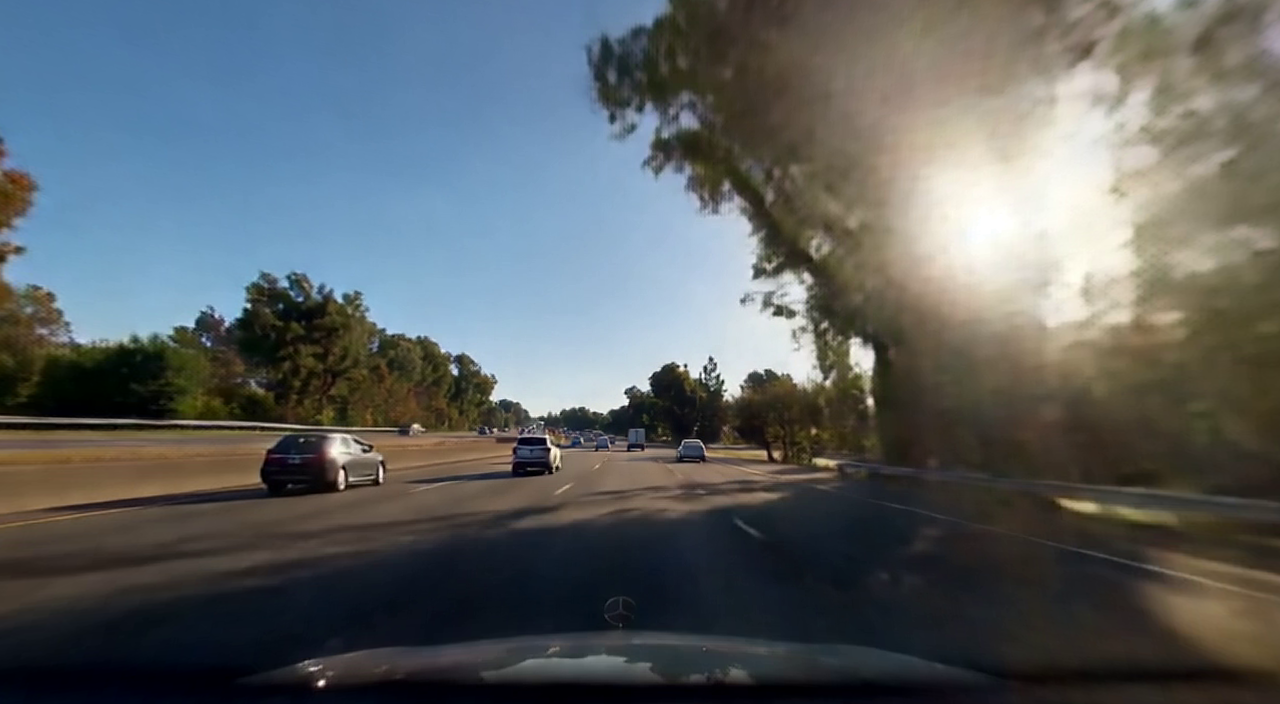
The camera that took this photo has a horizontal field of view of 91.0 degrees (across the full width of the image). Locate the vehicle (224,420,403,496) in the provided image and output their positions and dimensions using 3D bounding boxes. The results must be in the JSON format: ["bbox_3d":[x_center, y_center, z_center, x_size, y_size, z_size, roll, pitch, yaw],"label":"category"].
[{"bbox_3d":[-8.341,2.774,16.753,2.237,1.703,4.681,0,-9,0],"label":"vehicle"}]

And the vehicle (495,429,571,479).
[{"bbox_3d":[-3.808,3.735,23.235,2.002,1.680,4.301,0,-9,1],"label":"vehicle"}]

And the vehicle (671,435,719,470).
[{"bbox_3d":[2.811,5.281,33.203,2.053,1.698,4.097,0,-9,-2],"label":"vehicle"}]
